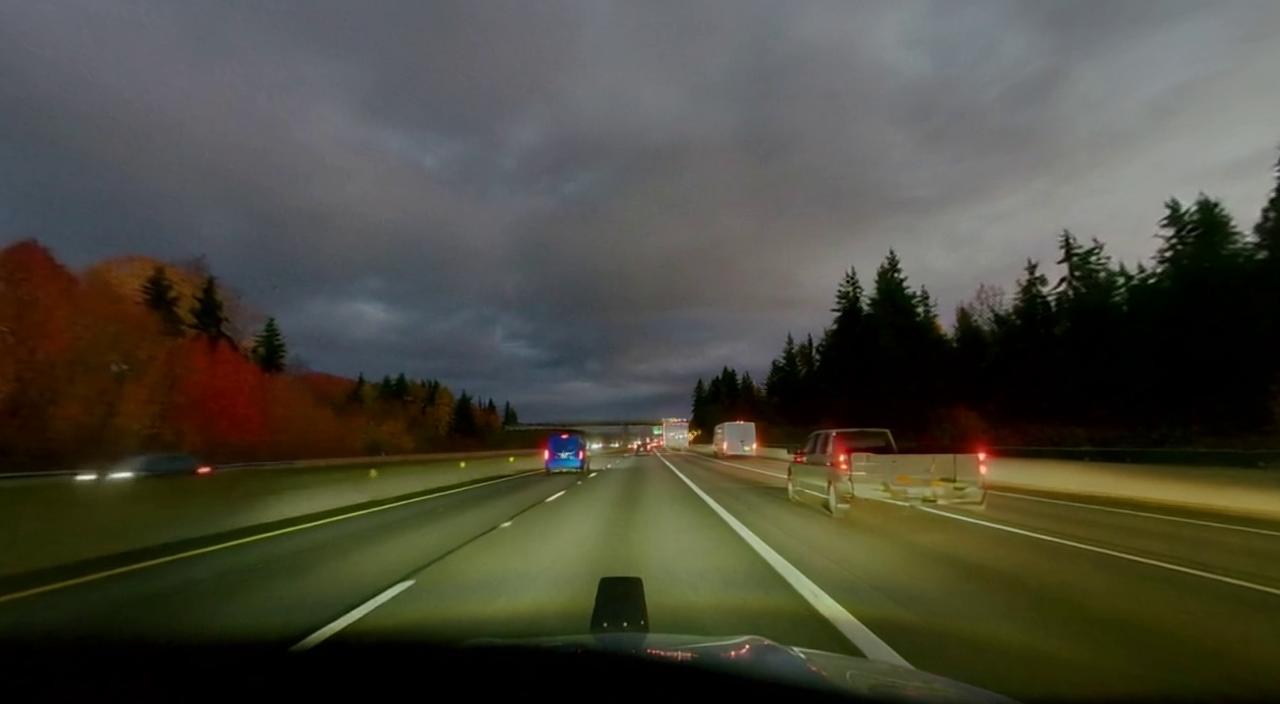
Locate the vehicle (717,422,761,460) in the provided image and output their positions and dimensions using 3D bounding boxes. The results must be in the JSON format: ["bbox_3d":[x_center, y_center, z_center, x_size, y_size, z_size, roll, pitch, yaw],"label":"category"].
[{"bbox_3d":[7.583,6.955,48.992,2.435,2.754,6.284,0,-8,0],"label":"vehicle"}]

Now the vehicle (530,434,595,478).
[{"bbox_3d":[-3.193,4.402,26.944,2.177,1.707,4.432,0,-8,0],"label":"vehicle"}]

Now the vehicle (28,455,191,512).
[{"bbox_3d":[-16.117,3.962,19.387,1.743,1.469,3.718,0,-8,0],"label":"vehicle"}]
